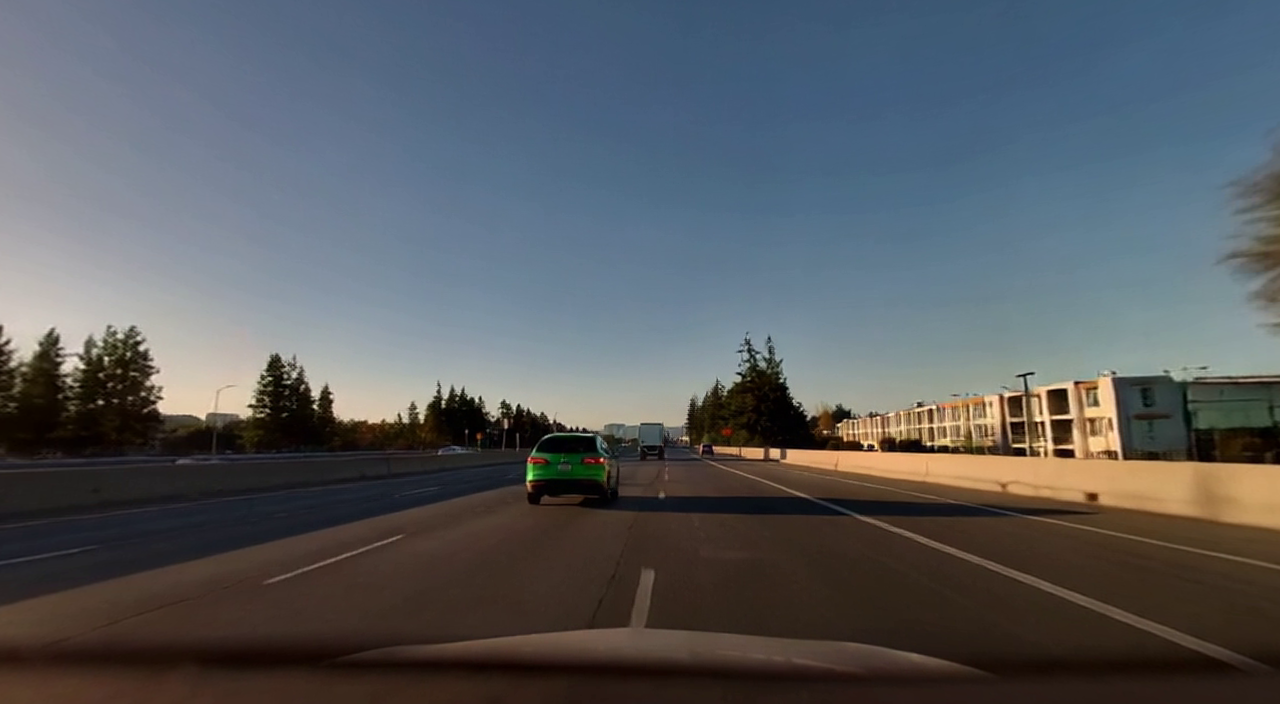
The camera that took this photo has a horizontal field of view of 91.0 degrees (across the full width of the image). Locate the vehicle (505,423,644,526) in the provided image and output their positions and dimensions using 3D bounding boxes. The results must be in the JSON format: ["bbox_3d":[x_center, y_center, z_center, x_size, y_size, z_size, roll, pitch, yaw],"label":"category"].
[{"bbox_3d":[-1.121,2.441,13.089,2.111,1.742,4.315,0,-9,4],"label":"vehicle"}]

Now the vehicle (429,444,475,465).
[{"bbox_3d":[-14.449,7.925,48.645,1.965,1.503,4.579,0,-9,3],"label":"vehicle"}]
